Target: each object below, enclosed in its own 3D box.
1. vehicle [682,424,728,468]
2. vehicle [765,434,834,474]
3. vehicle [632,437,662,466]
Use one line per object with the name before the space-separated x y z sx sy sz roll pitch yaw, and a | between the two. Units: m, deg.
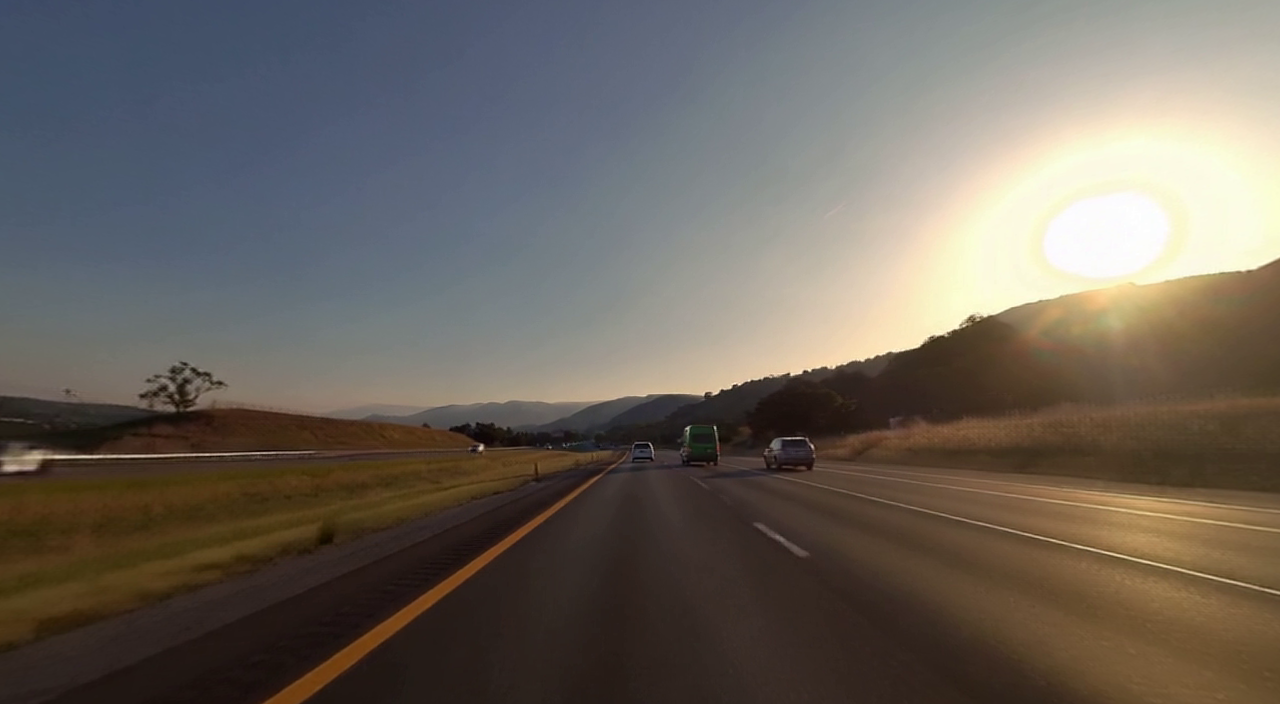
vehicle | 4.148 6.150 41.228 2.302 2.670 6.176 0 -8 -1
vehicle | 8.180 5.302 32.915 2.240 1.925 4.854 0 -8 -1
vehicle | 0.499 7.700 48.942 2.131 2.122 4.473 0 -8 -1
